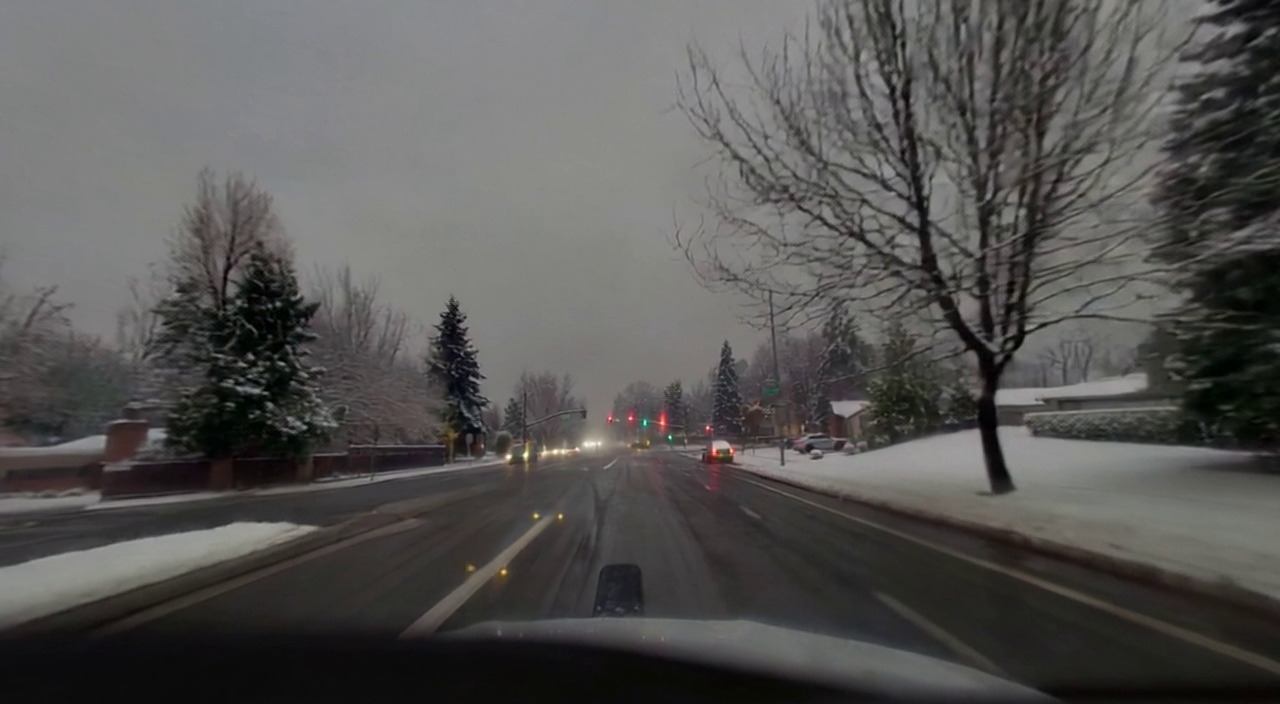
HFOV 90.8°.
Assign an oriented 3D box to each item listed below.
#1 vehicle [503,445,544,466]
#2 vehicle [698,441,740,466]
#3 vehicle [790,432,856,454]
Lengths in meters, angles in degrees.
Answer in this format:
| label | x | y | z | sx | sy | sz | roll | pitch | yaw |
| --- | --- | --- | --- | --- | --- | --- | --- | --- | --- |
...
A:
| label | x | y | z | sx | sy | sz | roll | pitch | yaw |
| --- | --- | --- | --- | --- | --- | --- | --- | --- | --- |
| vehicle | -9.037 | 8.037 | 49.282 | 2.067 | 1.491 | 4.807 | -1 | -8 | 3 |
| vehicle | 4.899 | 6.351 | 39.744 | 1.917 | 1.440 | 4.335 | 0 | -8 | -2 |
| vehicle | 13.148 | 6.567 | 45.597 | 4.164 | 1.470 | 1.921 | 0 | -6 | 2 |
